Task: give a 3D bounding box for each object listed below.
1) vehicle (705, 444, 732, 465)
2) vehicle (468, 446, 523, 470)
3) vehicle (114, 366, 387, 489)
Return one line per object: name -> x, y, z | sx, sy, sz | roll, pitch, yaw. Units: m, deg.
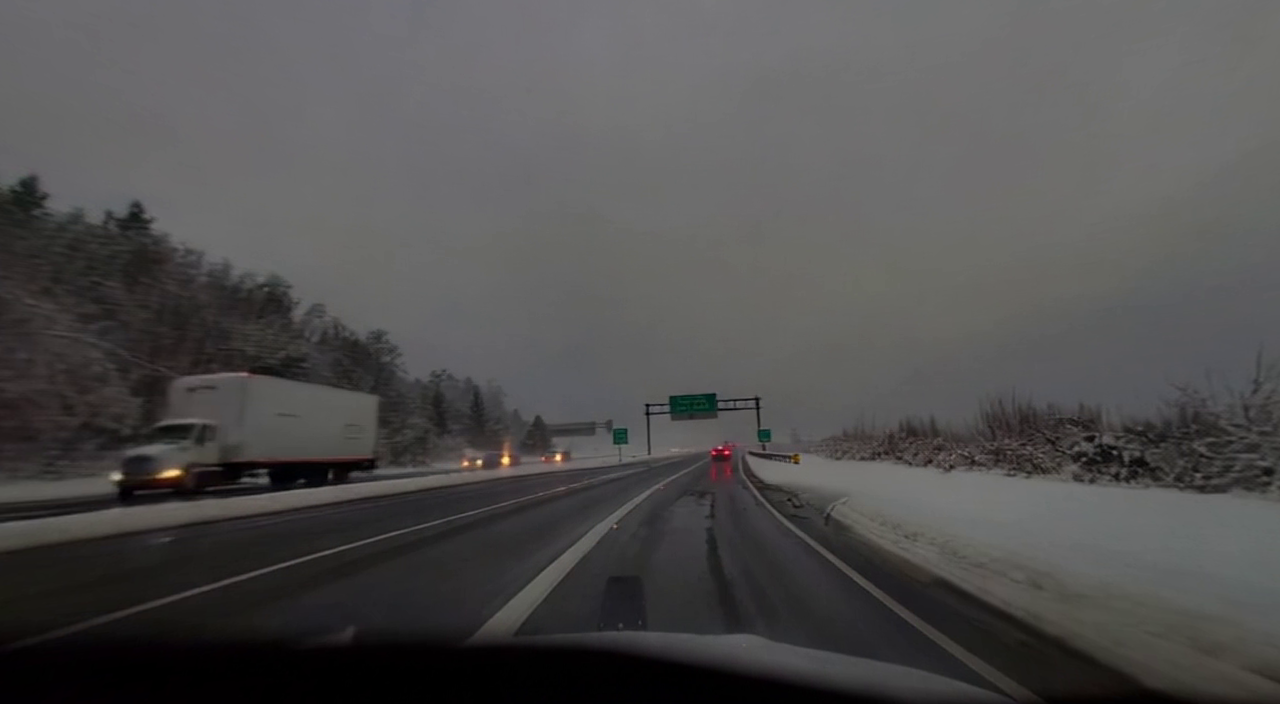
vehicle -> 5.755, 7.493, 46.002 | 1.807, 1.427, 3.645 | -2, -9, 9
vehicle -> -9.400, 6.938, 41.389 | 1.908, 1.447, 4.337 | -2, -9, 10
vehicle -> -13.063, 2.868, 22.681 | 2.965, 3.507, 9.019 | -2, -9, 9
